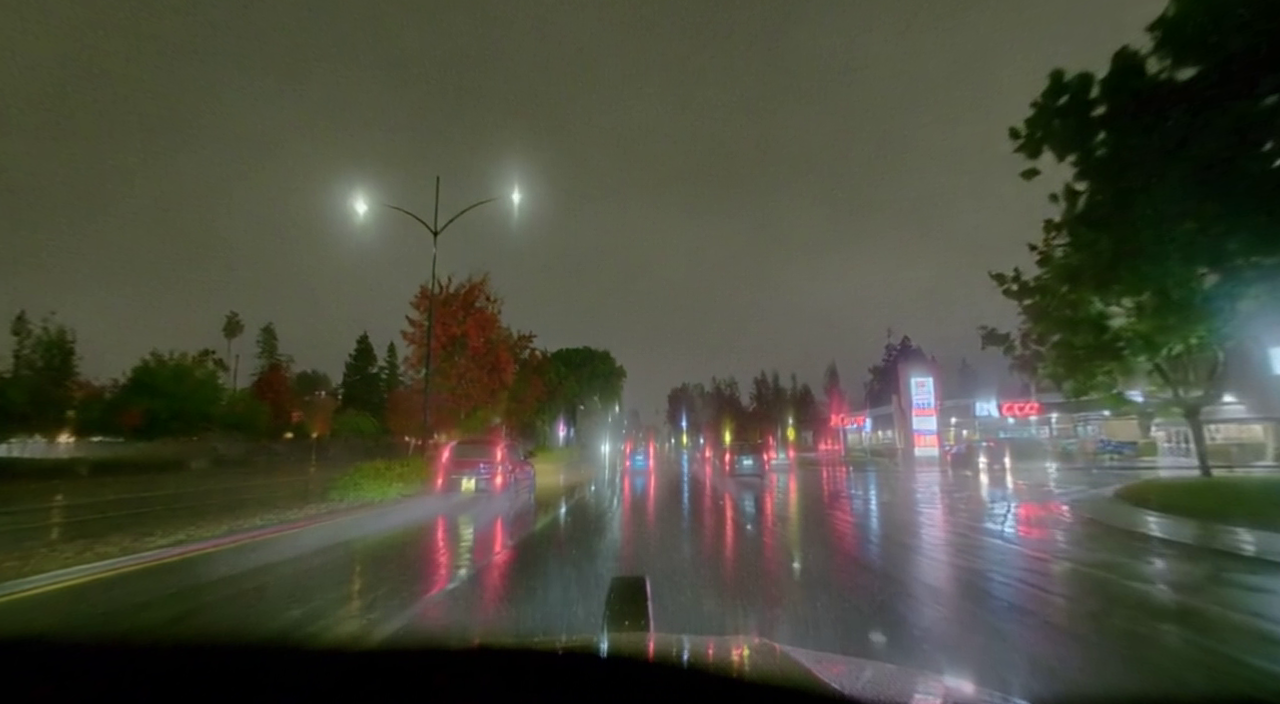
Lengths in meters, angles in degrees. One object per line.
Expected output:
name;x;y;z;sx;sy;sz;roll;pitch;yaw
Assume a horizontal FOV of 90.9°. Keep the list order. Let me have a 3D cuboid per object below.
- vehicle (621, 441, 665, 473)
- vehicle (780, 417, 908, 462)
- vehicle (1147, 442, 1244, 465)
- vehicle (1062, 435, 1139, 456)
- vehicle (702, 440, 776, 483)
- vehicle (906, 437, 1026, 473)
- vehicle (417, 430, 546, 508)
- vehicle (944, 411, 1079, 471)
vehicle;0.172;5.245;31.673;2.059;1.477;4.216;0;-8;1
vehicle;14.965;6.548;46.832;8.343;3.028;3.002;-1;-10;3
vehicle;34.390;6.290;39.102;4.212;1.423;1.764;-1;-8;2
vehicle;34.885;7.112;47.810;4.434;1.514;1.763;0;-8;0
vehicle;3.654;4.138;24.142;2.012;1.462;4.400;0;-8;-1
vehicle;15.402;4.896;30.055;4.578;1.620;2.047;-2;-9;11
vehicle;-3.647;2.772;15.357;1.995;1.607;4.086;0;-8;1
vehicle;21.873;5.347;37.848;2.928;3.123;8.236;-1;-8;-1
